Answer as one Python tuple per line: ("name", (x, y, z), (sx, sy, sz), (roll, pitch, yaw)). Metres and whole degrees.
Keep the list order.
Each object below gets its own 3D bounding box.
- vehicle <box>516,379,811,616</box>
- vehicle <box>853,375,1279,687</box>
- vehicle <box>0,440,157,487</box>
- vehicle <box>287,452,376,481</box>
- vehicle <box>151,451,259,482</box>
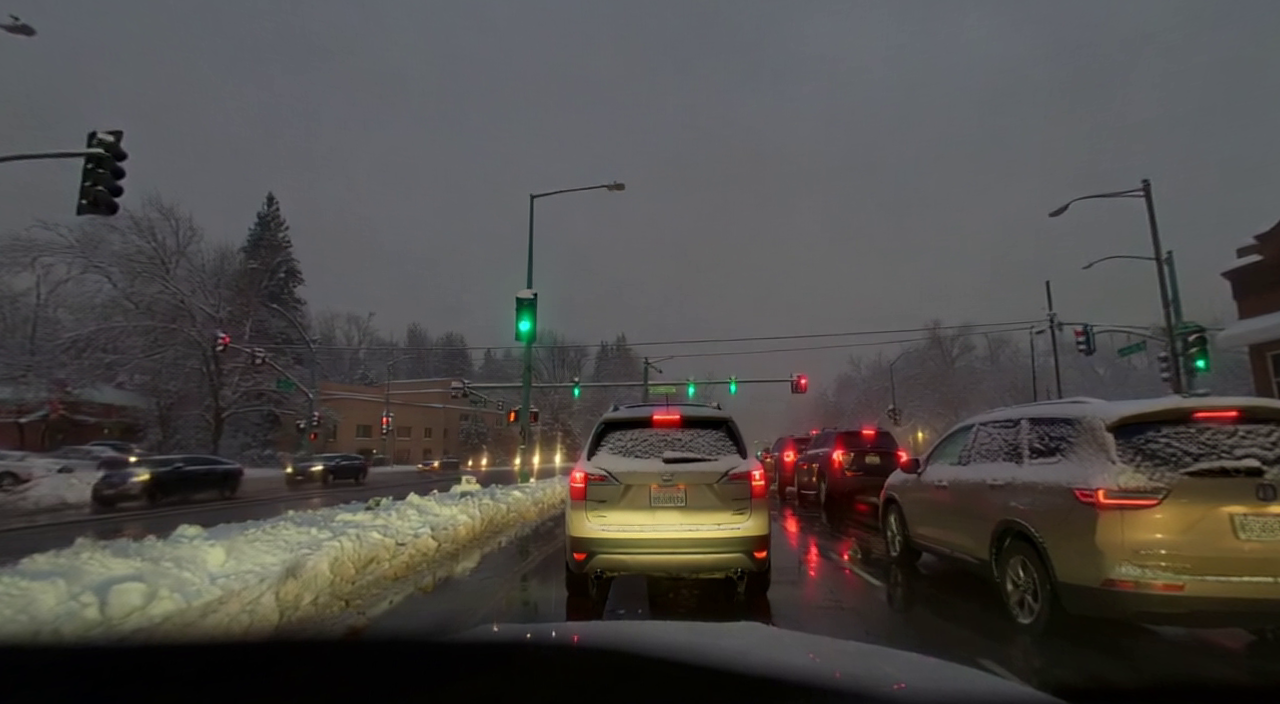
("vehicle", (0.228, 1.463, 7.221), (2.292, 1.840, 4.394), (0, -9, 1))
("vehicle", (3.601, 1.292, 5.665), (2.018, 1.701, 4.288), (0, -9, 2))
("vehicle", (-24.577, 4.839, 27.554), (5.062, 1.946, 2.243), (0, -9, -1))
("vehicle", (-20.304, 7.490, 41.759), (2.089, 1.739, 4.744), (-6, -11, 36))
("vehicle", (-27.550, 7.260, 40.196), (5.156, 1.849, 2.044), (1, -9, -8))
